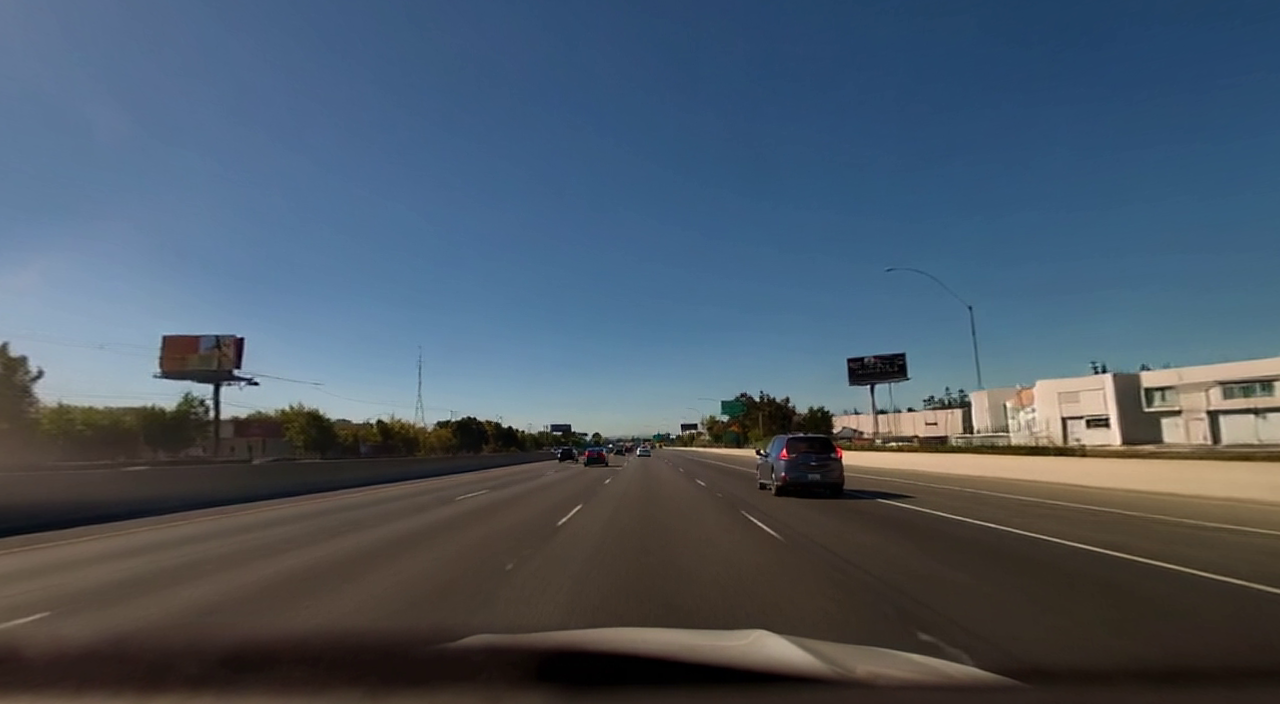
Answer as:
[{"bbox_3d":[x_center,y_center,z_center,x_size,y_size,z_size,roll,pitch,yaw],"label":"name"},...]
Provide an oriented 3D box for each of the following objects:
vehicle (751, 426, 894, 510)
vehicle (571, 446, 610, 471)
[{"bbox_3d":[4.296,2.816,15.756,2.109,1.764,4.704,0,-9,0],"label":"vehicle"},{"bbox_3d":[-3.103,6.785,40.317,2.139,1.510,4.506,0,-9,0],"label":"vehicle"}]
